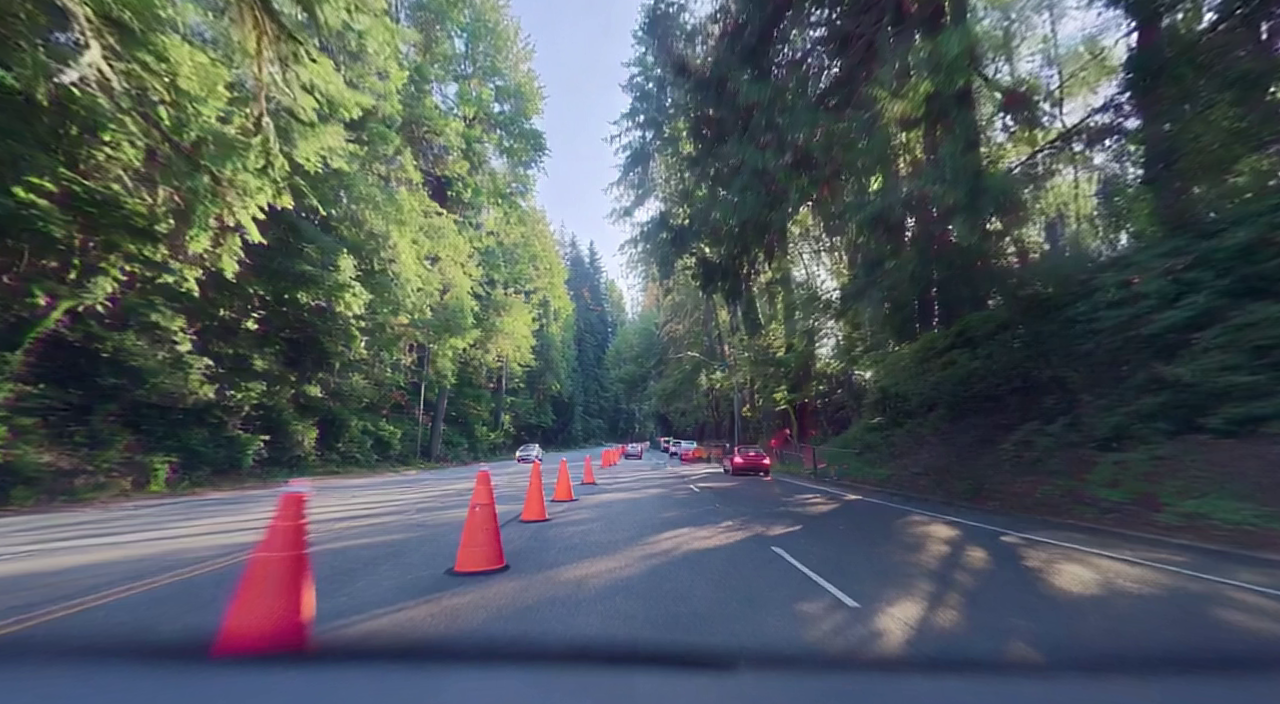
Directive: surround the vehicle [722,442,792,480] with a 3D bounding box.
[{"bbox_3d":[5.564,5.251,30.796,2.324,1.655,5.738,0,-8,0],"label":"vehicle"}]
